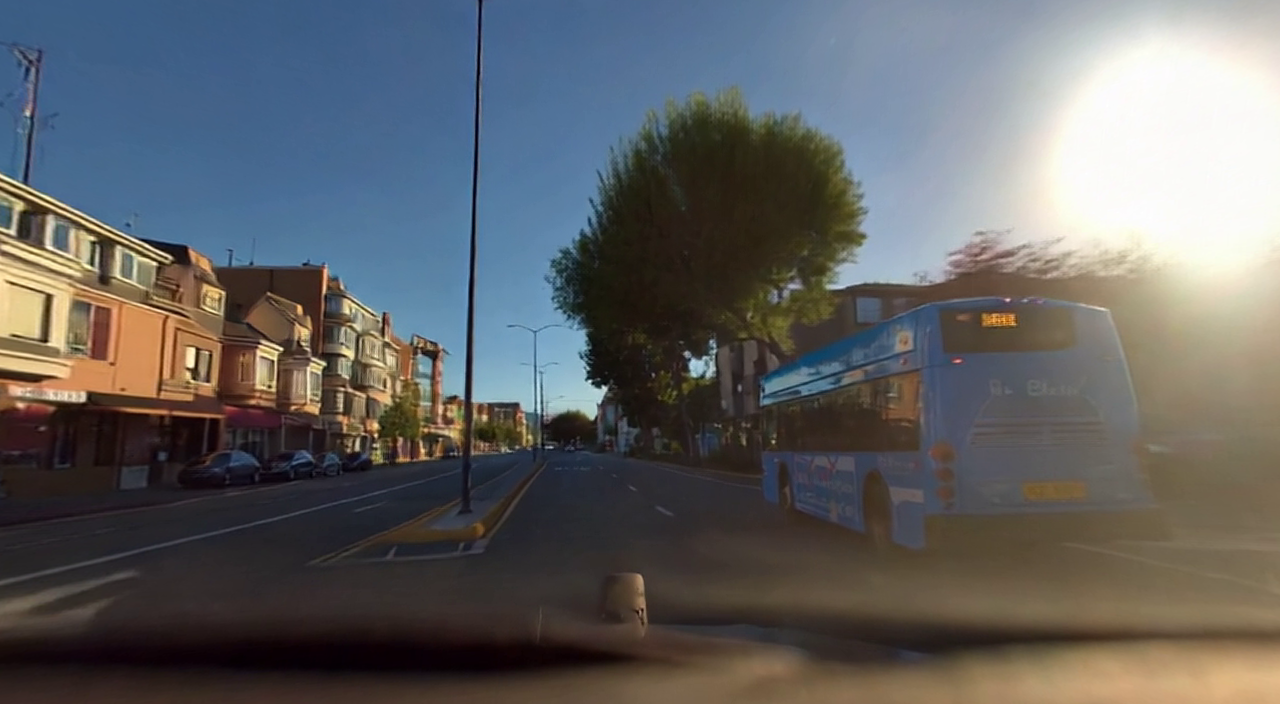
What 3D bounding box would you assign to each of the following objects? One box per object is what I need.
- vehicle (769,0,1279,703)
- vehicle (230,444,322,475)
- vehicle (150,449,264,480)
[{"bbox_3d":[3.622,0.200,4.063,3.194,3.345,12.428,0,-8,1],"label":"vehicle"},{"bbox_3d":[-22.196,6.543,38.655,4.392,1.800,1.902,0,-8,-3],"label":"vehicle"},{"bbox_3d":[-22.903,5.948,33.648,4.592,1.474,1.880,3,-8,-21],"label":"vehicle"}]
